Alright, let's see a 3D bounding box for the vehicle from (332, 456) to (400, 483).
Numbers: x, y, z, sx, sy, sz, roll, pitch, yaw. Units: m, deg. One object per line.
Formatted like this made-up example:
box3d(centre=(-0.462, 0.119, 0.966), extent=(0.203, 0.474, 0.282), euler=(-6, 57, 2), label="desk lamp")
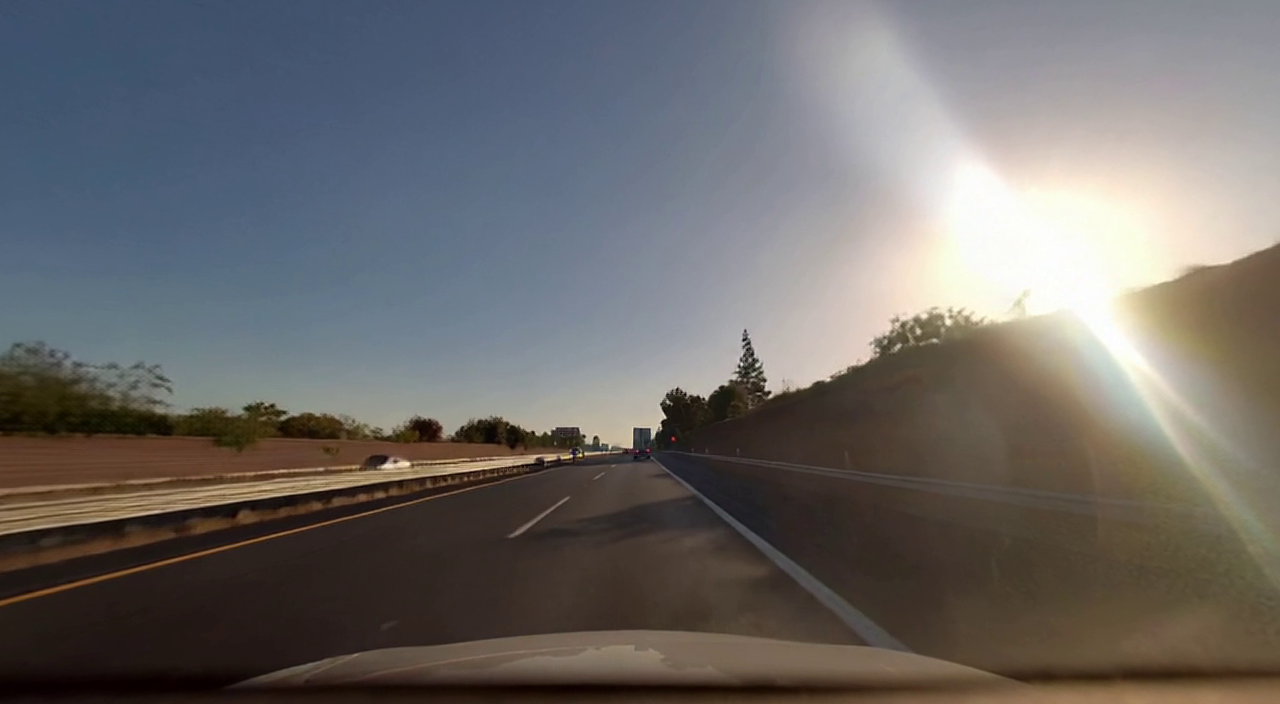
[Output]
box3d(centre=(-16.763, 7.193, 38.843), extent=(2.016, 1.475, 4.678), euler=(0, -9, 1), label="vehicle")
